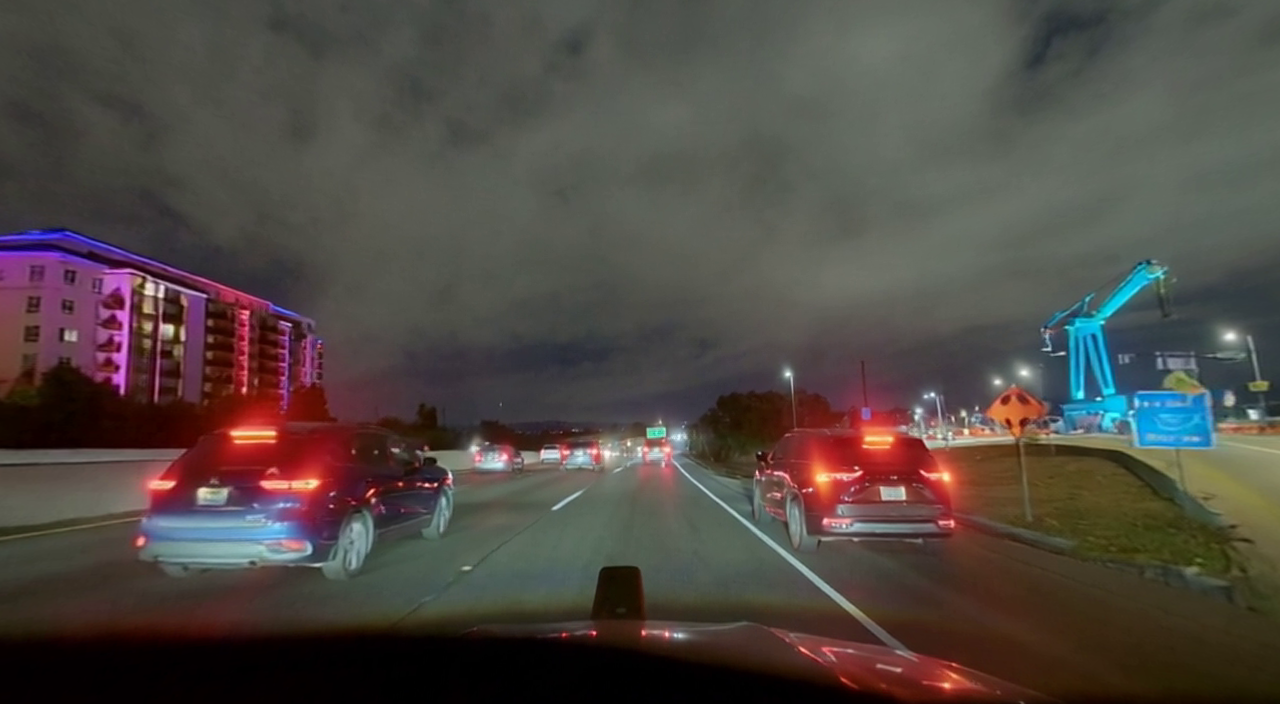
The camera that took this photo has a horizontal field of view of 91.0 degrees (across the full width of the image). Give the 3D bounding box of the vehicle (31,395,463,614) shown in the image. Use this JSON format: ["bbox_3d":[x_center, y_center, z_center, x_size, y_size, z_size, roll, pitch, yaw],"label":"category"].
[{"bbox_3d":[-3.759,1.530,7.266,2.045,1.710,4.382,0,-8,1],"label":"vehicle"}]

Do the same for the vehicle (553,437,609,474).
[{"bbox_3d":[-2.823,5.099,31.218,2.109,1.657,4.554,0,-8,3],"label":"vehicle"}]

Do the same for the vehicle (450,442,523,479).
[{"bbox_3d":[-6.703,4.776,28.050,1.959,1.486,4.460,0,-8,2],"label":"vehicle"}]

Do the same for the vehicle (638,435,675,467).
[{"bbox_3d":[0.985,5.957,38.104,2.116,1.763,4.352,0,-8,2],"label":"vehicle"}]
